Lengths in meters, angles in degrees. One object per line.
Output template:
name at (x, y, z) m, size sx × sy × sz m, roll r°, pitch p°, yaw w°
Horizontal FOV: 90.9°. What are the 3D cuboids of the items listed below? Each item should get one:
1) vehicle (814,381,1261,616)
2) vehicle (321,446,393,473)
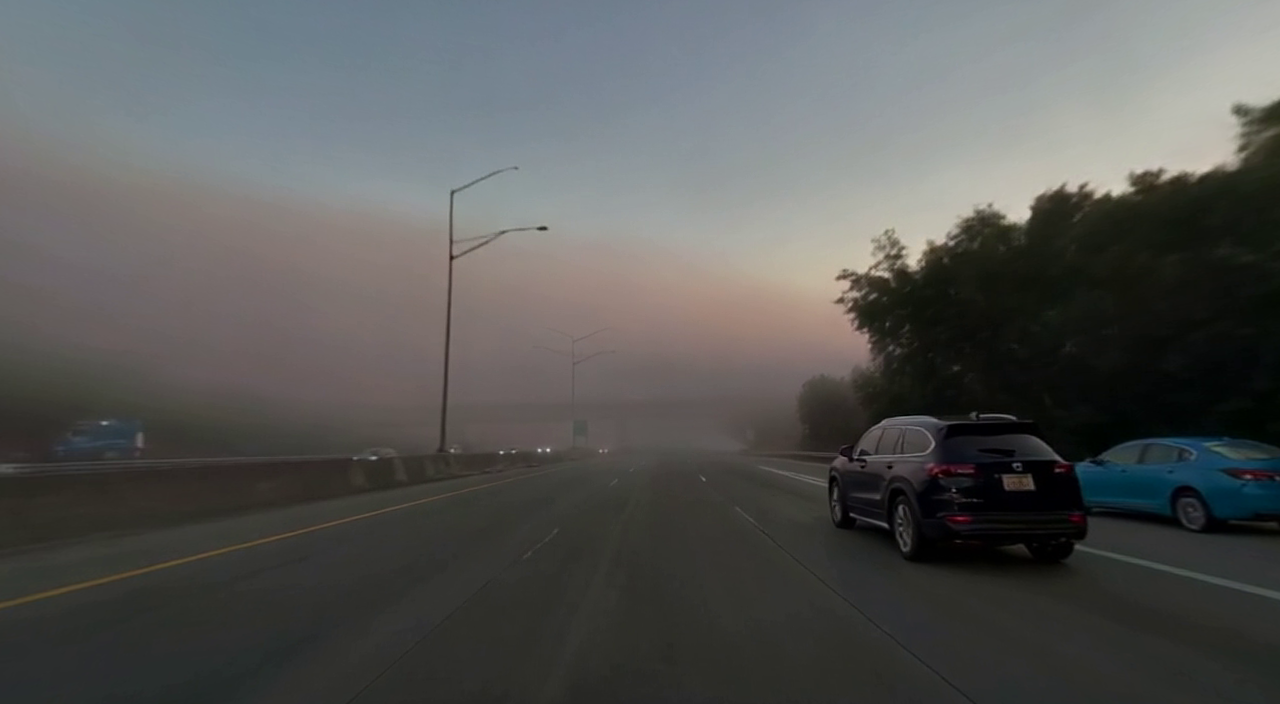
vehicle at (3.580, 1.424, 7.028) m, size 2.019 × 1.732 × 4.579 m, roll 0°, pitch -8°, yaw 1°
vehicle at (-16.769, 6.397, 37.651) m, size 2.048 × 1.495 × 4.518 m, roll -1°, pitch -8°, yaw 3°
